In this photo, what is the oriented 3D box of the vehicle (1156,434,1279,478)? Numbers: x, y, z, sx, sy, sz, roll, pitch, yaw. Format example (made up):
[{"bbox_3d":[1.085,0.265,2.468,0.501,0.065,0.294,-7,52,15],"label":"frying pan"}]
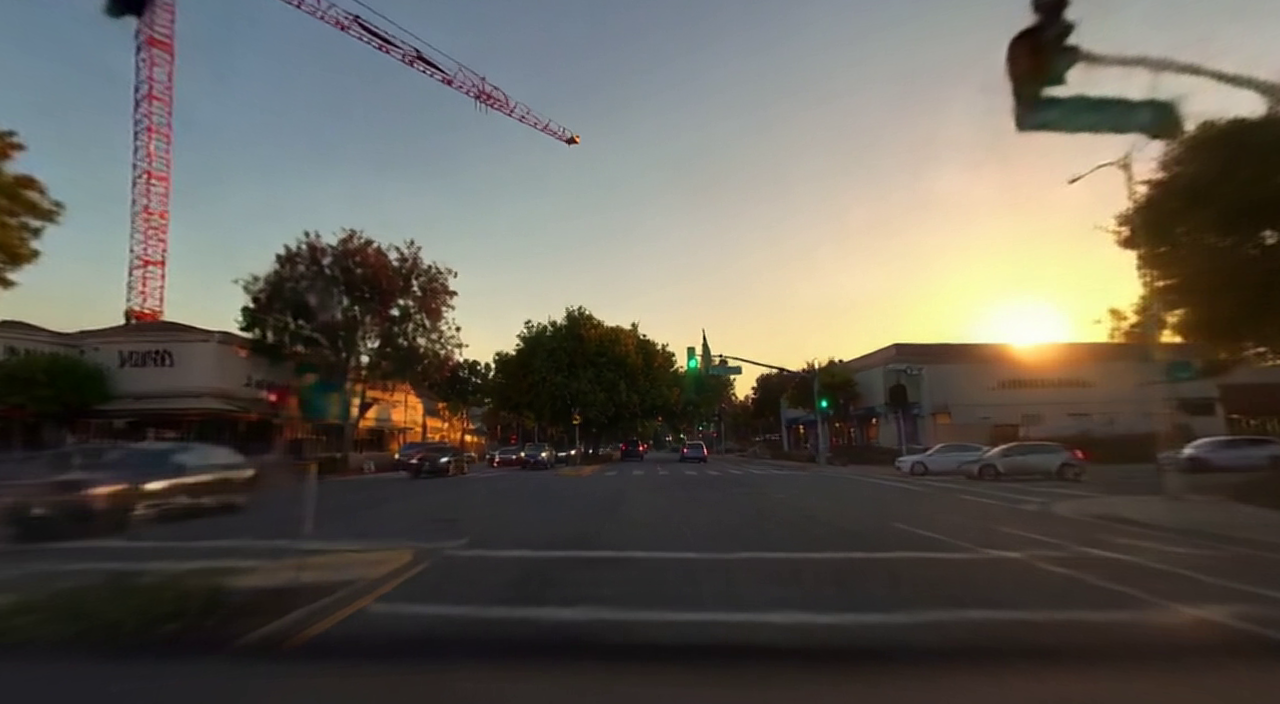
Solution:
[{"bbox_3d":[21.246,3.699,22.695,3.995,1.463,1.862,1,-9,-9],"label":"vehicle"}]

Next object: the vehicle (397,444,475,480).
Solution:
[{"bbox_3d":[-8.906,4.833,27.986,2.067,1.460,4.290,0,-9,0],"label":"vehicle"}]

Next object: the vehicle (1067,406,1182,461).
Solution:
[{"bbox_3d":[36.772,6.314,48.582,3.124,3.783,10.331,-3,-8,15],"label":"vehicle"}]

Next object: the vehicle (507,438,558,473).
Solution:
[{"bbox_3d":[-5.906,5.704,35.227,1.983,1.715,4.466,-3,-8,0],"label":"vehicle"}]

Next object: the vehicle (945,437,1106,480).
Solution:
[{"bbox_3d":[13.845,3.848,22.894,4.506,1.479,1.924,0,-9,1],"label":"vehicle"}]

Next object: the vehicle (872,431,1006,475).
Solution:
[{"bbox_3d":[12.680,4.331,27.081,4.641,1.772,2.080,-1,-9,6],"label":"vehicle"}]

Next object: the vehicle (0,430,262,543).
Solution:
[{"bbox_3d":[-8.959,2.274,11.323,1.918,1.640,3.971,0,-9,-1],"label":"vehicle"}]
